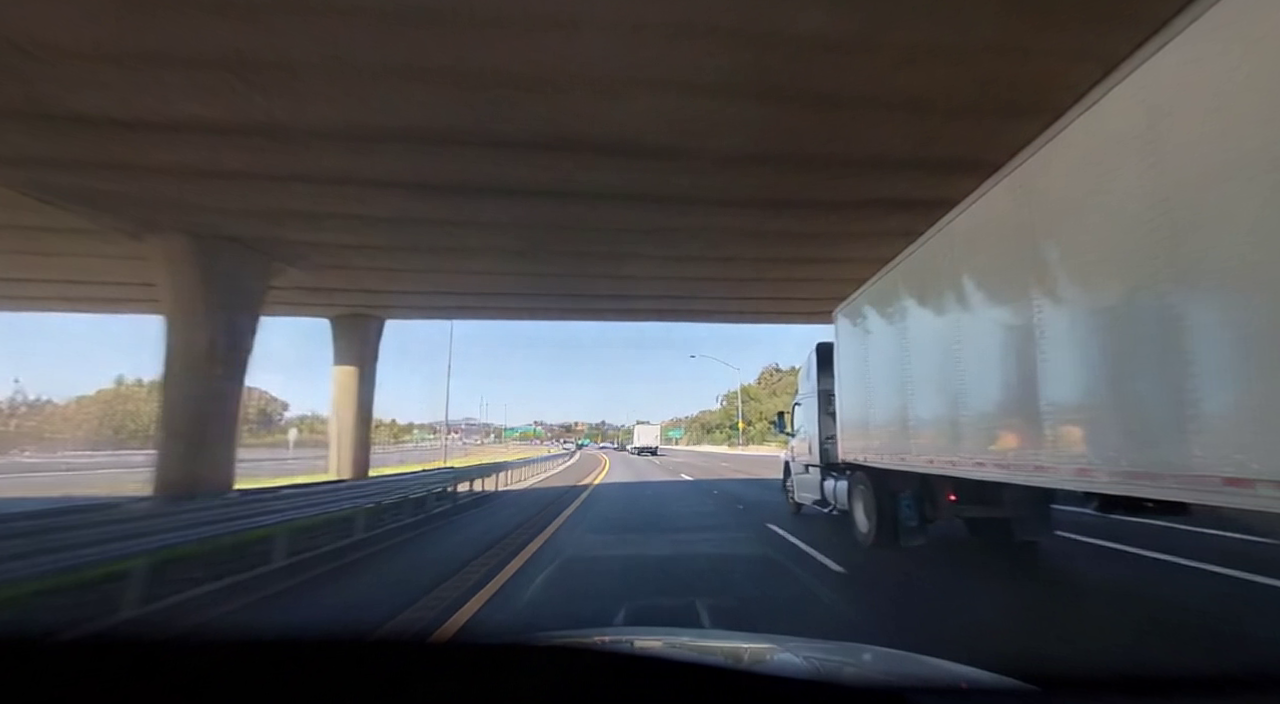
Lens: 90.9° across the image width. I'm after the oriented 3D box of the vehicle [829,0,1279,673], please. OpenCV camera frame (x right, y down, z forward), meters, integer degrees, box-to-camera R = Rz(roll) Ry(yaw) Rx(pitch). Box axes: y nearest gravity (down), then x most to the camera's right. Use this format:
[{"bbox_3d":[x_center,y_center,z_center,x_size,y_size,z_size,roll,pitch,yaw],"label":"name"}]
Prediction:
[{"bbox_3d":[5.330,-0.001,5.252,2.932,4.205,18.253,0,-8,3],"label":"vehicle"}]
